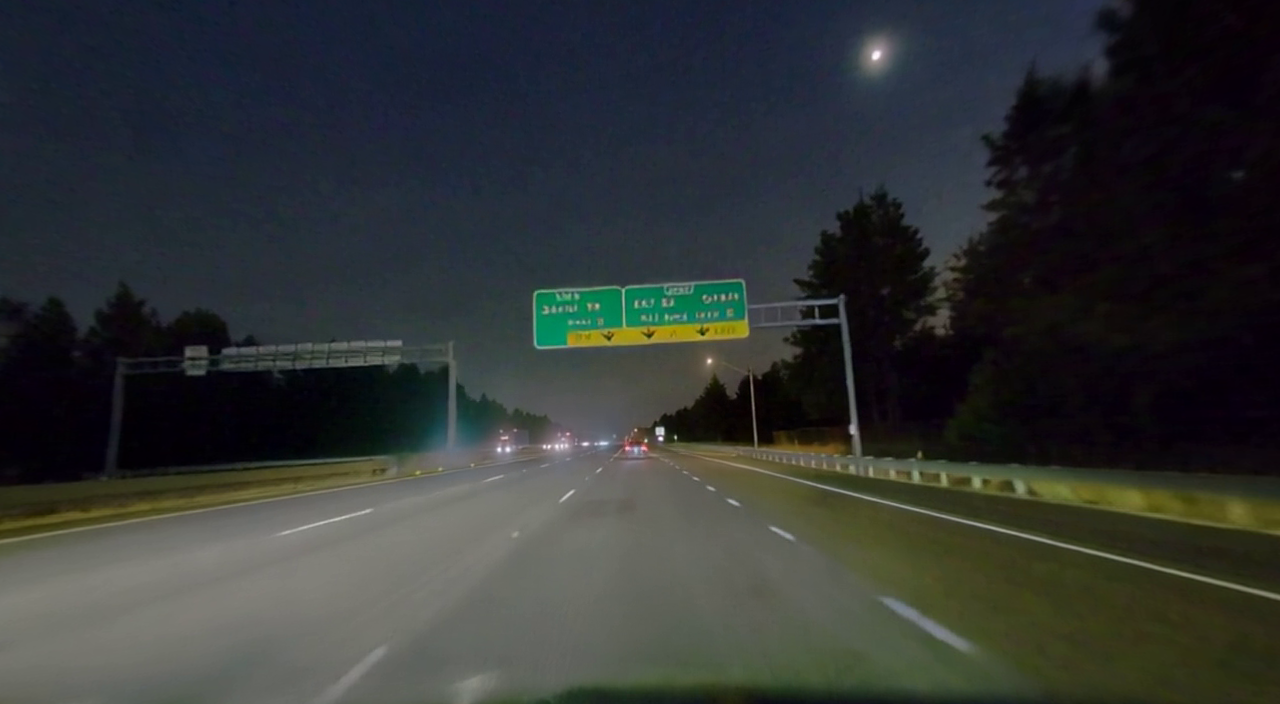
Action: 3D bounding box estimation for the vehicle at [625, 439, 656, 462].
[{"bbox_3d":[0.008,6.668,42.798,2.028,1.440,3.690,0,-8,-1],"label":"vehicle"}]
